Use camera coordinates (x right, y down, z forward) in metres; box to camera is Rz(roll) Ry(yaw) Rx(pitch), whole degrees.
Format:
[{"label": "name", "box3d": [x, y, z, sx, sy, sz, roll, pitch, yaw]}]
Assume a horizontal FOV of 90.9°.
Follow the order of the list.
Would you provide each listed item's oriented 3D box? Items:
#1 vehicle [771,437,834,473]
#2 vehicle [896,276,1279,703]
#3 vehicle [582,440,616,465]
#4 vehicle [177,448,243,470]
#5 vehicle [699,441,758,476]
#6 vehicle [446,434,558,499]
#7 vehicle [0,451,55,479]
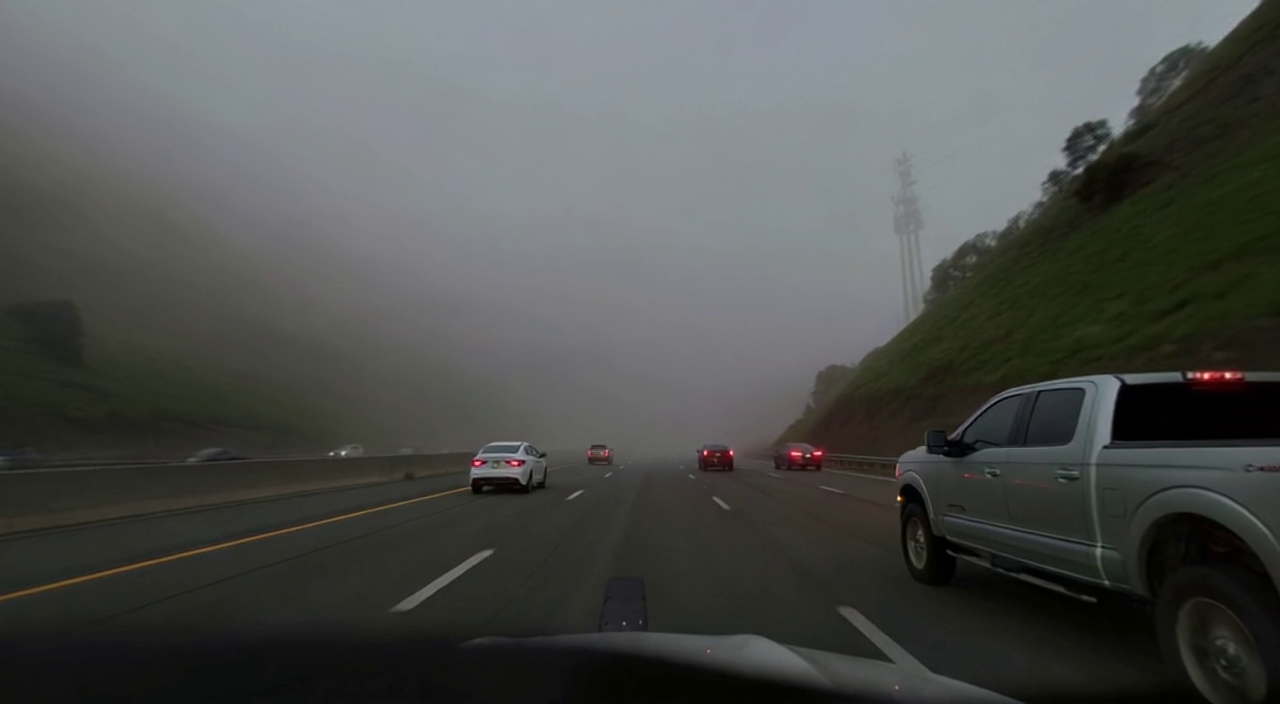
[{"label": "vehicle", "box3d": [8.030, 5.113, 31.566, 1.986, 1.633, 4.430, 0, -8, 0]}, {"label": "vehicle", "box3d": [3.449, 0.820, 3.265, 2.098, 1.925, 5.171, 0, -8, 1]}, {"label": "vehicle", "box3d": [-2.913, 7.285, 45.860, 2.021, 1.679, 4.310, -1, -8, 3]}, {"label": "vehicle", "box3d": [-30.176, 7.495, 44.402, 1.719, 1.419, 4.075, 0, -8, 2]}, {"label": "vehicle", "box3d": [3.966, 4.837, 28.899, 2.046, 1.471, 4.333, 0, -8, 0]}, {"label": "vehicle", "box3d": [-3.819, 3.250, 18.365, 2.113, 1.636, 4.494, -1, -8, 2]}, {"label": "vehicle", "box3d": [-34.286, 6.041, 33.871, 1.686, 1.423, 4.192, 0, -8, 1]}]
